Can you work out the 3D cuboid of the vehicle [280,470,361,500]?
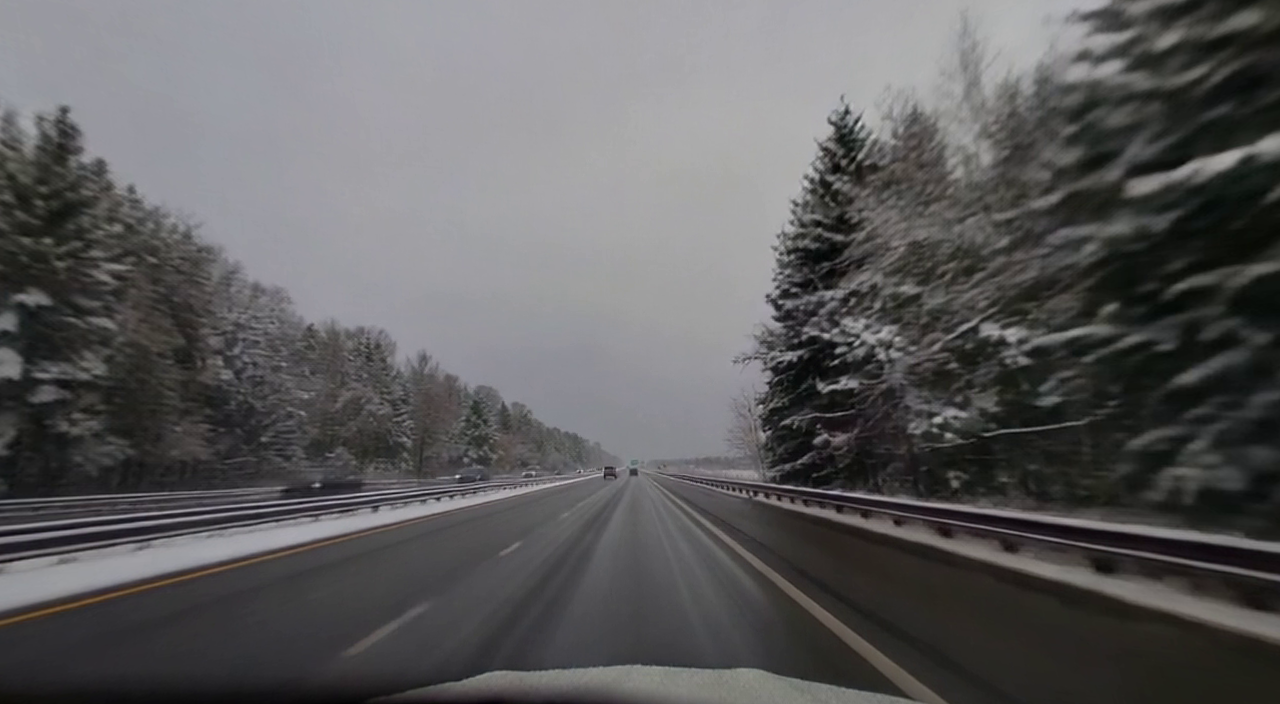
[{"bbox_3d":[-16.870,7.045,33.564,1.948,1.465,4.583,1,-11,0],"label":"vehicle"}]

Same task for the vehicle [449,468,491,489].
[{"bbox_3d":[-12.820,9.571,47.812,1.932,1.473,4.509,1,-11,0],"label":"vehicle"}]
